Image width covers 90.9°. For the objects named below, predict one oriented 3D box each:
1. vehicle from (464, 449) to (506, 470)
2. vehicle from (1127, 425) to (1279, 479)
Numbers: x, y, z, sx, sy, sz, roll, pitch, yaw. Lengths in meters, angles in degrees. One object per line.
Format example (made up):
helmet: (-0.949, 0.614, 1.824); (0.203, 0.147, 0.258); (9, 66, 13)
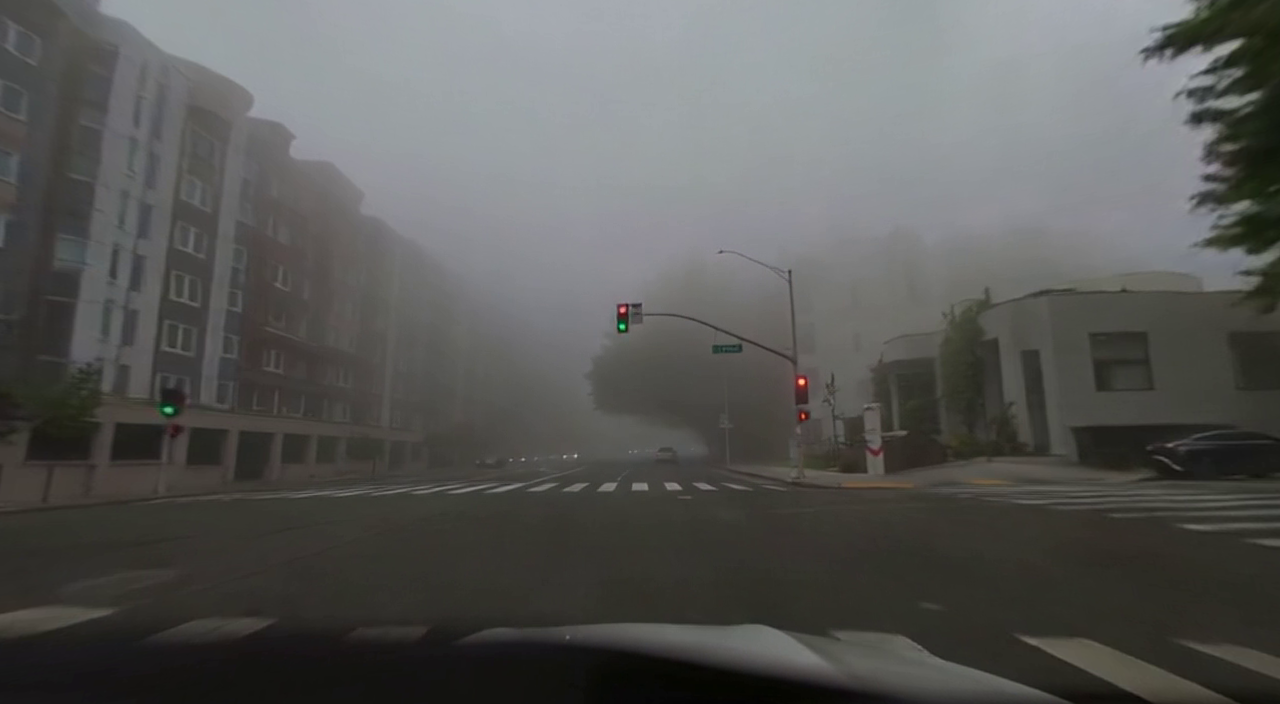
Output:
vehicle: (-12.183, 8.459, 49.873); (1.965, 1.474, 4.376); (-1, -8, 4)
vehicle: (18.403, 3.186, 20.201); (4.009, 1.620, 1.882); (0, -8, -3)
